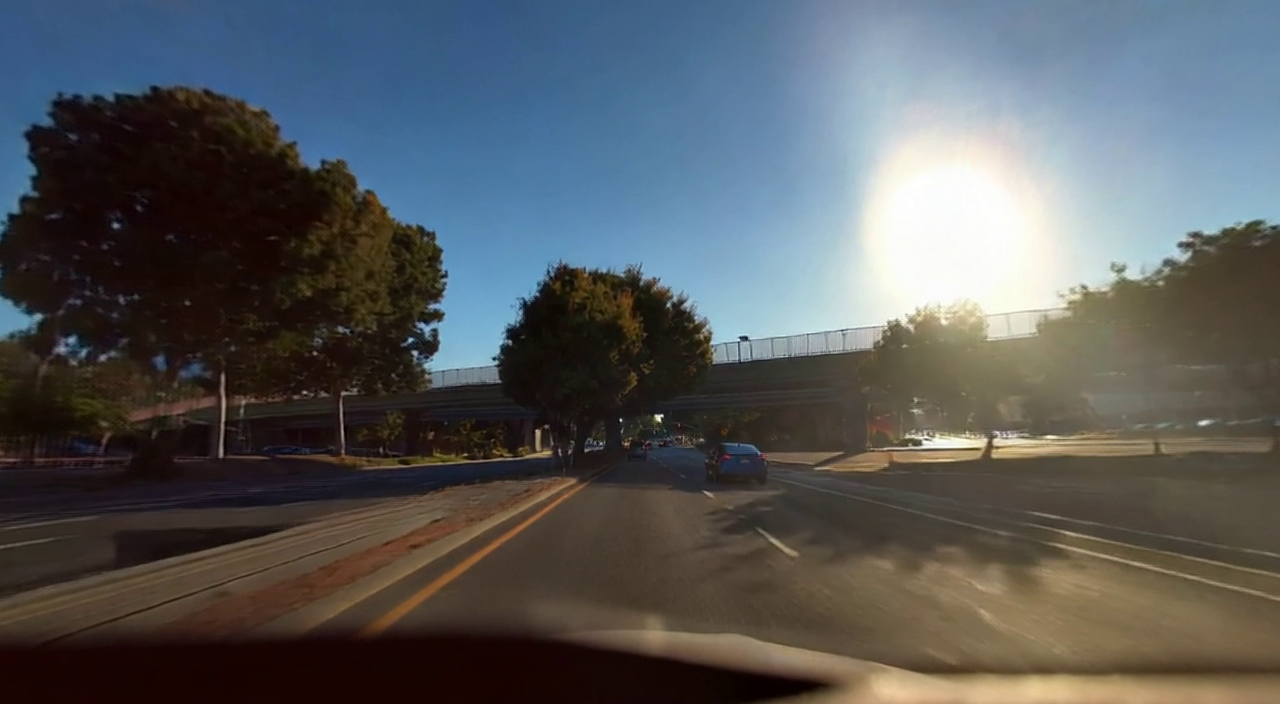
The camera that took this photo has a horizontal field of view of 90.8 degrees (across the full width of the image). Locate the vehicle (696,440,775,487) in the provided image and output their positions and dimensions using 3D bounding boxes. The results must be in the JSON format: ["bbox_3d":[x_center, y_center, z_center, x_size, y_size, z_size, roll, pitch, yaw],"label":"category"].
[{"bbox_3d":[3.283,3.932,22.678,2.062,1.484,4.332,0,-8,-1],"label":"vehicle"}]
